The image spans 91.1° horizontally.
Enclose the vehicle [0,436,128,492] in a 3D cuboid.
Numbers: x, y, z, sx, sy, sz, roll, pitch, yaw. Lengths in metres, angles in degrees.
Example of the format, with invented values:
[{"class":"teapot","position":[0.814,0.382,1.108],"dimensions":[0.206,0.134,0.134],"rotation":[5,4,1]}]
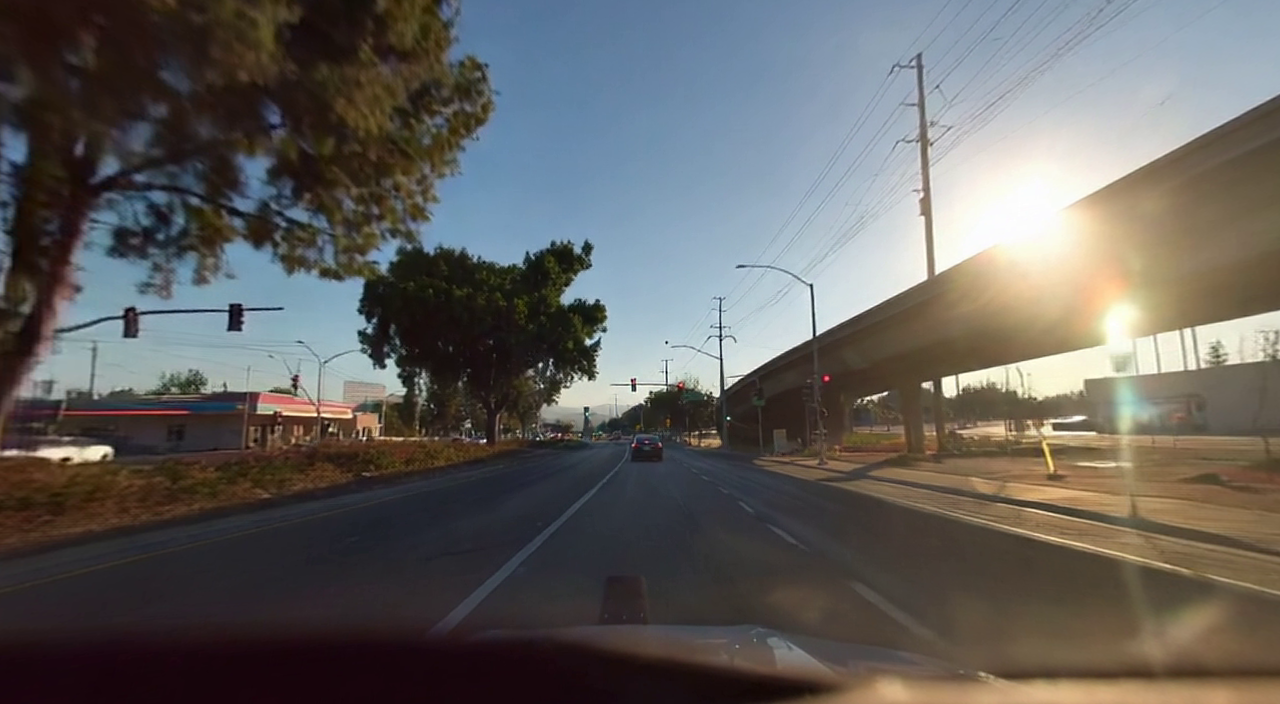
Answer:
[{"class":"vehicle","position":[-23.137,4.354,24.727],"dimensions":[2.026,1.965,4.674],"rotation":[0,-9,-1]}]

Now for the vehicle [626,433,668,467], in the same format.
[{"class":"vehicle","position":[0.306,5.040,32.320],"dimensions":[2.074,1.631,3.793],"rotation":[0,-9,-1]}]
